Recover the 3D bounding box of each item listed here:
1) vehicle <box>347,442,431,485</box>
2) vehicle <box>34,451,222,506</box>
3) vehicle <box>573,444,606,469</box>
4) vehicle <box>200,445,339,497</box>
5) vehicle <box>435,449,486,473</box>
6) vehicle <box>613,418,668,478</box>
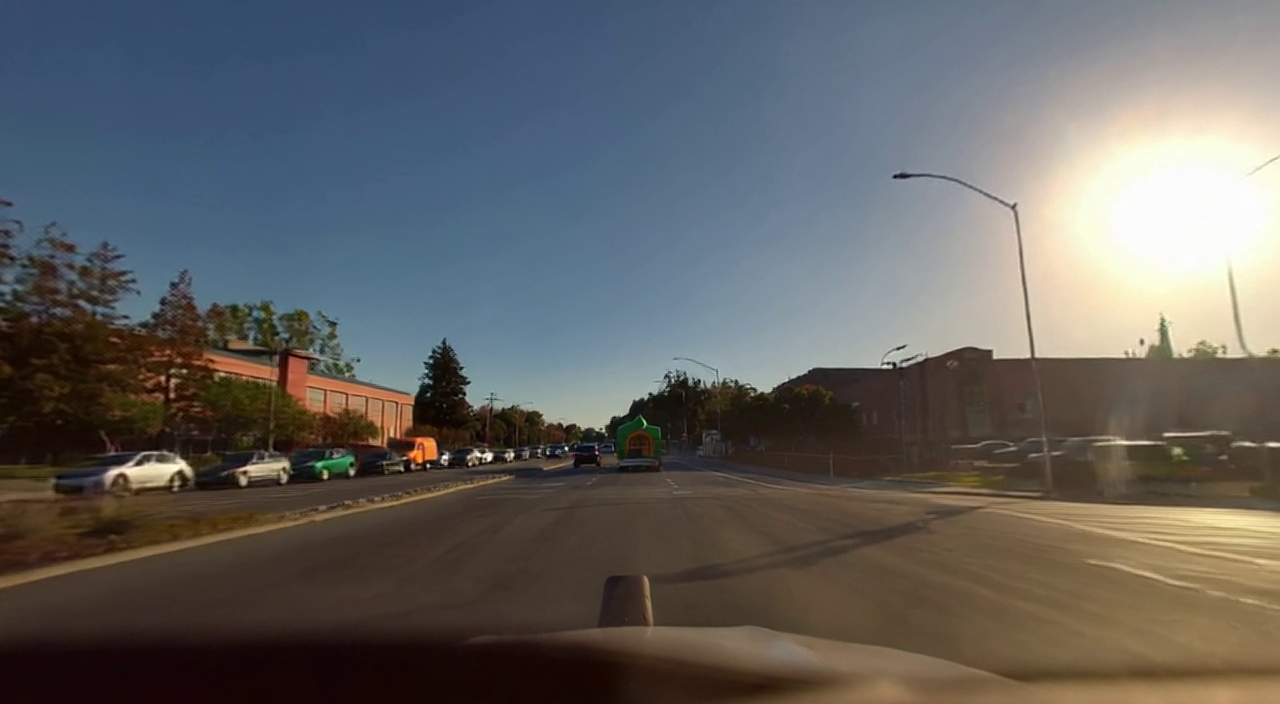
[{"bbox_3d":[-12.454,5.512,31.612,2.068,1.747,5.040,-4,-7,1],"label":"vehicle"},{"bbox_3d":[-16.326,4.021,20.549,2.022,1.442,4.853,-4,-9,1],"label":"vehicle"},{"bbox_3d":[-3.876,8.195,49.538,2.184,1.830,4.890,0,-8,0],"label":"vehicle"},{"bbox_3d":[-12.959,4.160,22.499,1.960,1.627,4.784,0,-8,1],"label":"vehicle"},{"bbox_3d":[-11.968,7.263,42.337,1.935,1.467,4.451,0,-8,2],"label":"vehicle"},{"bbox_3d":[-0.128,5.791,38.176,2.843,3.120,10.422,0,-8,-2],"label":"vehicle"}]
